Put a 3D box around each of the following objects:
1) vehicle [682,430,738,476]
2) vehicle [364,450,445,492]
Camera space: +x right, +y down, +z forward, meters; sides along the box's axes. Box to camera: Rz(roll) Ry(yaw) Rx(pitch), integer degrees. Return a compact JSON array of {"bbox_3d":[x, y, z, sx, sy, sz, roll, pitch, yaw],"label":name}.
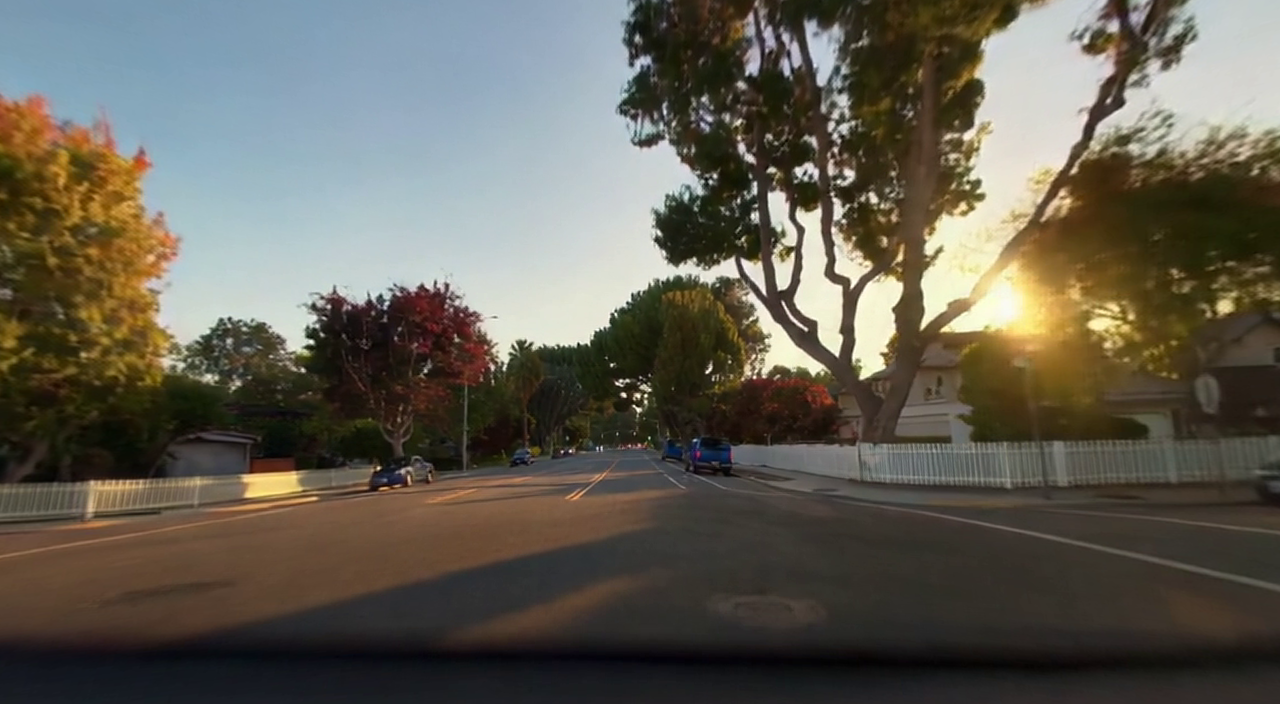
[{"bbox_3d":[3.748,5.525,34.796,2.504,2.114,6.073,5,-8,3],"label":"vehicle"},{"bbox_3d":[-10.899,5.473,29.580,2.049,1.527,4.677,-4,-8,-1],"label":"vehicle"}]
